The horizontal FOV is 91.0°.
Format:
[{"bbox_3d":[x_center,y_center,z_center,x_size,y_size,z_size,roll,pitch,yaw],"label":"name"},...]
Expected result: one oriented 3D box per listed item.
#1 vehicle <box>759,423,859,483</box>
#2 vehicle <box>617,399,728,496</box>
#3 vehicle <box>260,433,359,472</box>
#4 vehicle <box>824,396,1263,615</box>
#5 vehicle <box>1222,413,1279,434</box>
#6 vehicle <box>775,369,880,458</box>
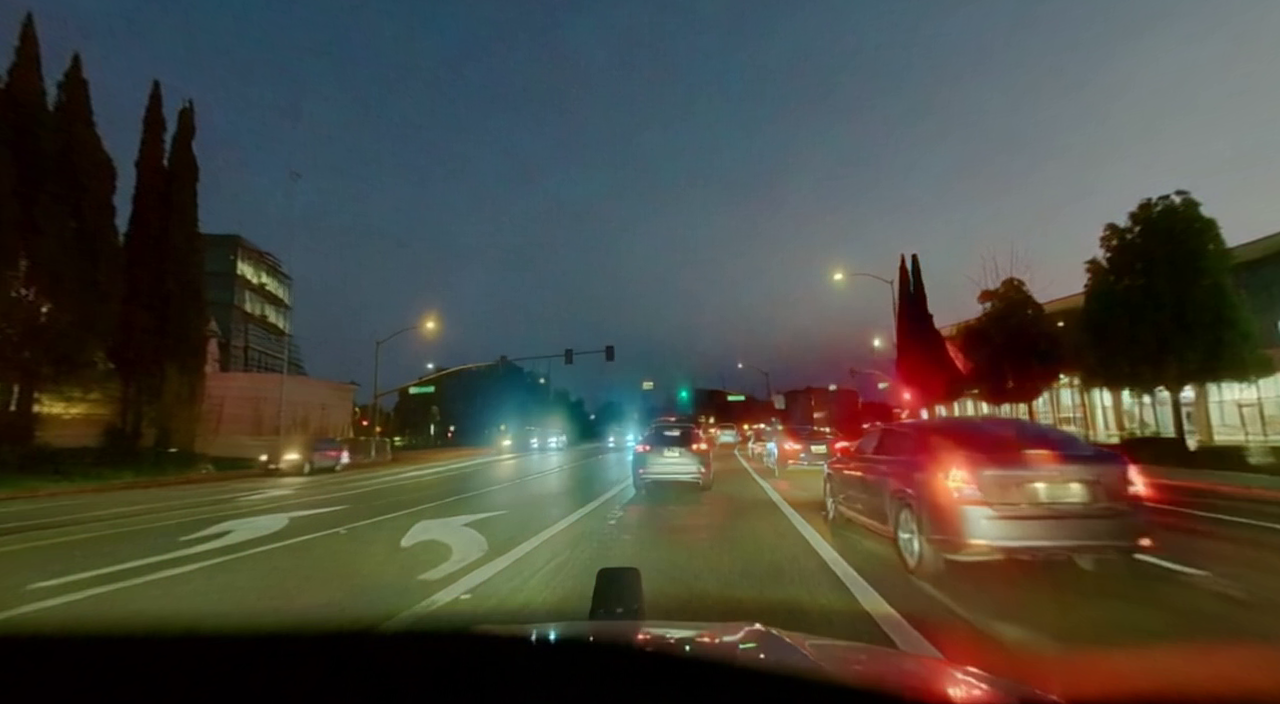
[{"bbox_3d":[4.509,2.785,17.450,1.862,1.451,4.083,0,-9,4],"label":"vehicle"},{"bbox_3d":[0.884,2.235,14.758,2.188,1.892,4.488,-1,-9,6],"label":"vehicle"},{"bbox_3d":[-15.768,4.814,30.331,1.950,1.713,4.406,-1,-9,7],"label":"vehicle"},{"bbox_3d":[3.489,1.416,6.789,2.109,1.500,4.585,-1,-9,7],"label":"vehicle"},{"bbox_3d":[49.069,5.670,49.725,1.817,1.438,4.643,-1,-9,3],"label":"vehicle"},{"bbox_3d":[9.181,3.348,32.138,2.965,3.900,9.064,0,-9,3],"label":"vehicle"}]
